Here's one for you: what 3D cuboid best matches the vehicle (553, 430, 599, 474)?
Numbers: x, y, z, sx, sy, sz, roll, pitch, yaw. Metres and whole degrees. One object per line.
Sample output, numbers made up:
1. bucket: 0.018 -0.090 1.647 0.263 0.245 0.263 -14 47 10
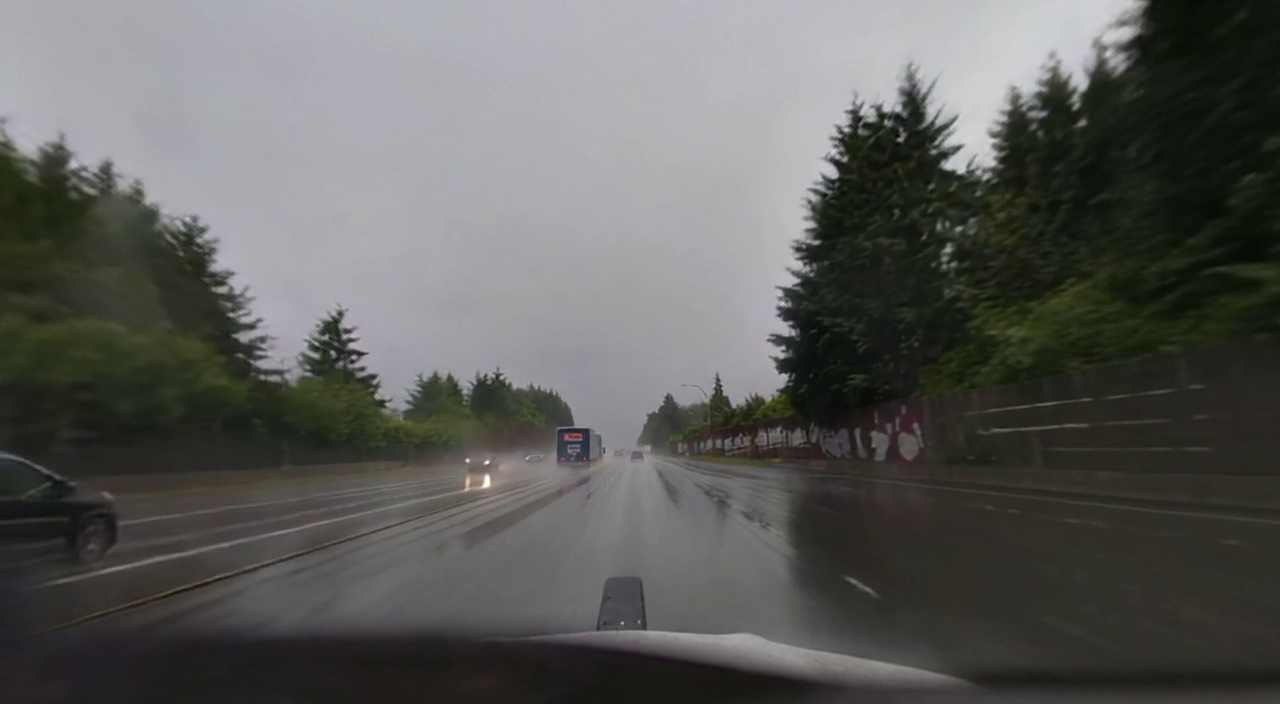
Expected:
1. vehicle: -3.899 6.265 39.474 2.305 2.517 5.486 0 -9 0
